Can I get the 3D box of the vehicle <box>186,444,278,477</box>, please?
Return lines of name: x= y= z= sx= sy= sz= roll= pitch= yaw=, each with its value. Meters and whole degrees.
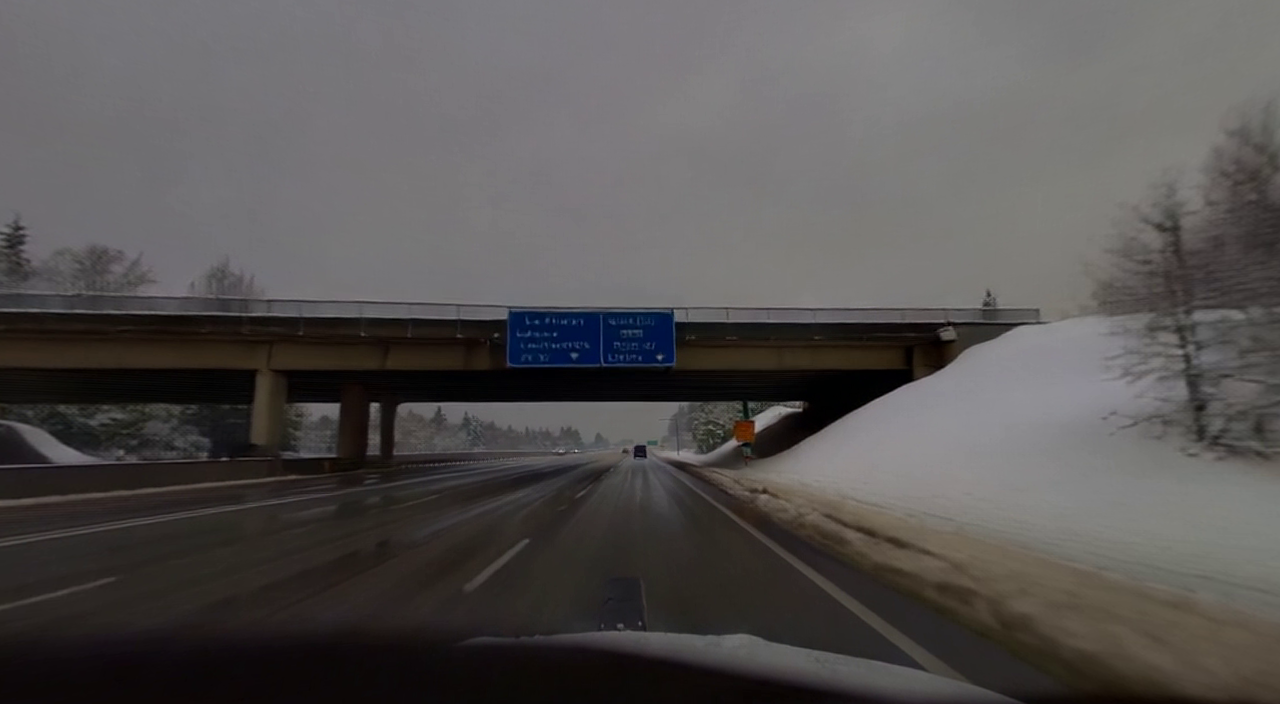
vehicle: x=-21.449 y=5.710 z=33.376 sx=1.956 sy=1.587 sz=4.301 roll=0 pitch=-9 yaw=1
